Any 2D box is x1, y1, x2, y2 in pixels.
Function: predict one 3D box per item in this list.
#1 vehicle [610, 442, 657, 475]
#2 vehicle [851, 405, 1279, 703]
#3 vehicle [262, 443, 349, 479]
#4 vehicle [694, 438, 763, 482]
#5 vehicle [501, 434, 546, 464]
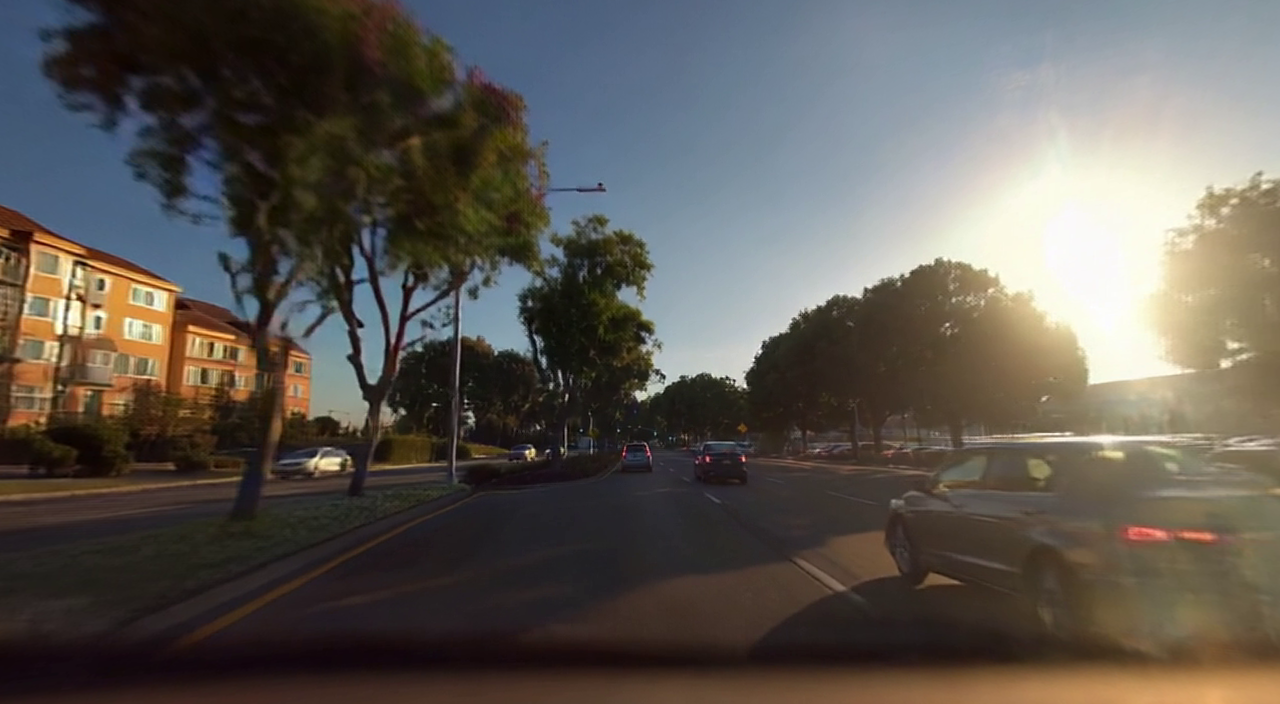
[{"bbox_3d":[-0.338,5.092,30.419,2.095,1.456,3.873,0,-8,-1],"label":"vehicle"},{"bbox_3d":[3.523,1.333,5.123,1.953,1.514,4.672,0,-8,-1],"label":"vehicle"},{"bbox_3d":[-16.259,5.298,31.011,1.920,1.635,4.261,0,-8,0],"label":"vehicle"},{"bbox_3d":[3.456,4.307,25.491,2.041,1.611,4.426,0,-8,-1],"label":"vehicle"},{"bbox_3d":[-8.739,7.322,47.816,2.285,2.106,5.836,0,-8,0],"label":"vehicle"}]
